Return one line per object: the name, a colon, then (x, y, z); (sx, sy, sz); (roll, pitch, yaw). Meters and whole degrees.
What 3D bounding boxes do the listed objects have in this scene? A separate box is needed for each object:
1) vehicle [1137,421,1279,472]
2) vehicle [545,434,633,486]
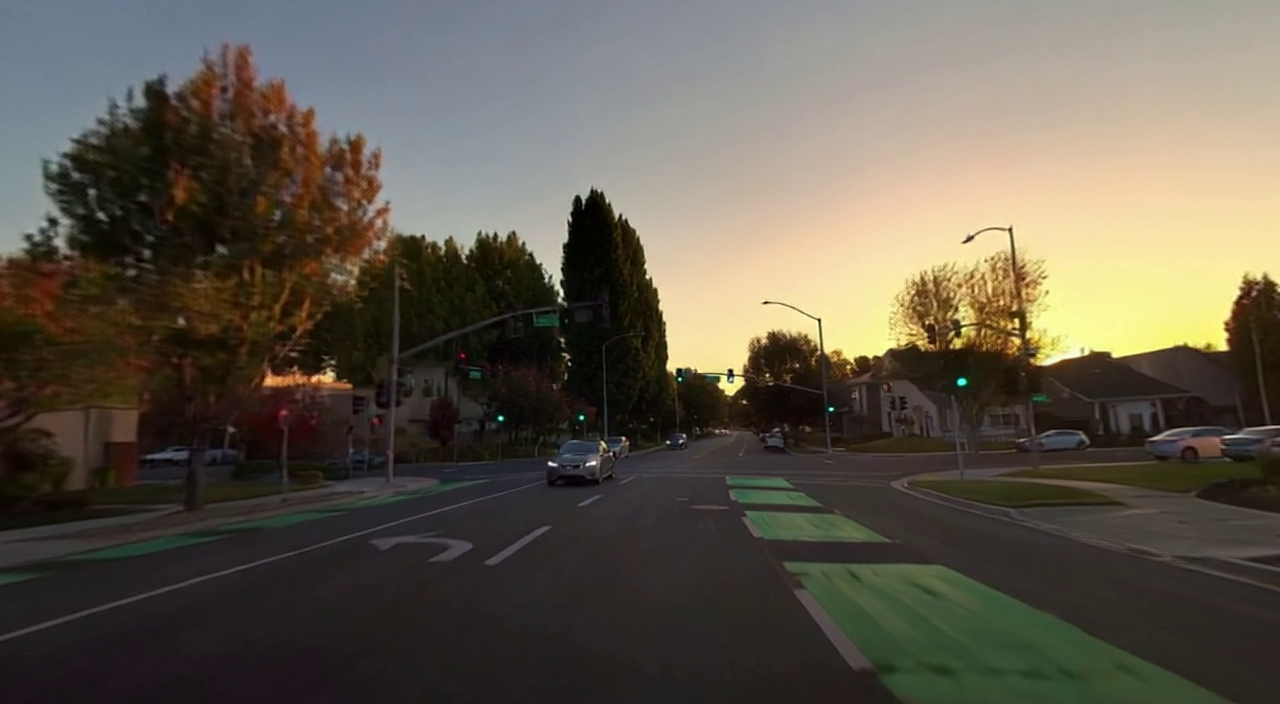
vehicle: (19.827, 3.189, 21.590); (1.937, 1.474, 5.114); (-3, -8, 8)
vehicle: (-1.508, 3.493, 20.746); (1.904, 1.489, 4.746); (-1, -8, 8)
